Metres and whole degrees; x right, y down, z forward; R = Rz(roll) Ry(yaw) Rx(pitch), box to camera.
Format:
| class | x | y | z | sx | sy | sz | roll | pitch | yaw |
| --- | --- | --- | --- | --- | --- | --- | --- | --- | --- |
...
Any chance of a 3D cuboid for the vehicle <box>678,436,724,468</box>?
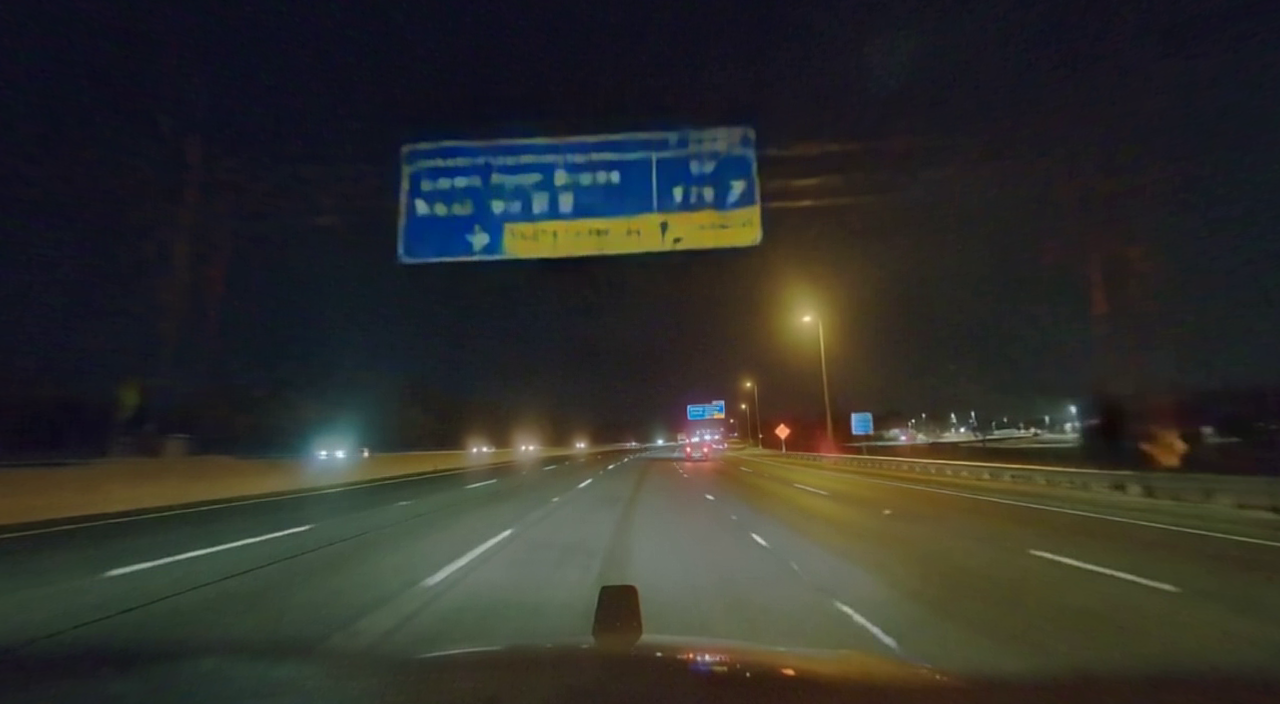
| class | x | y | z | sx | sy | sz | roll | pitch | yaw |
| --- | --- | --- | --- | --- | --- | --- | --- | --- | --- |
| vehicle | 3.549 | 5.902 | 37.389 | 2.224 | 1.738 | 4.376 | 0 | -9 | -1 |
